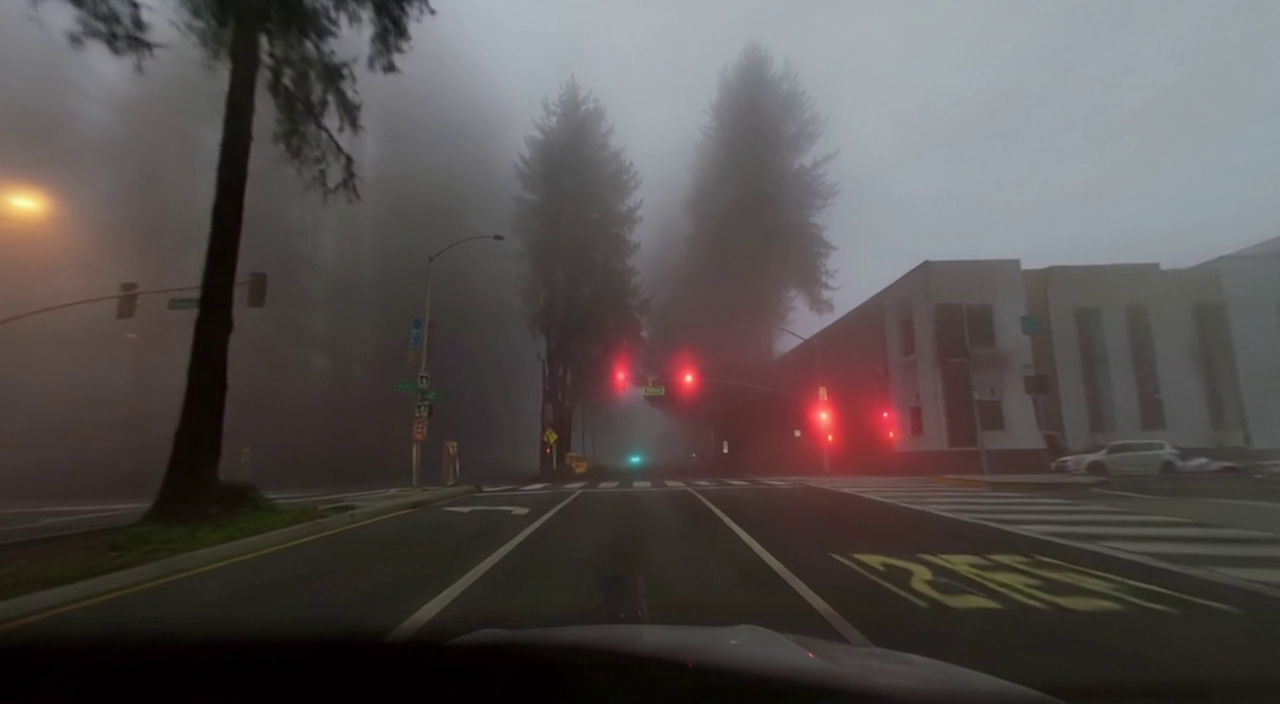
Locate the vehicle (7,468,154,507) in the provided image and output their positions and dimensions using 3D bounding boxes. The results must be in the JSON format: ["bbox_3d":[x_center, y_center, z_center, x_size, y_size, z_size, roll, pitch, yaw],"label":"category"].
[{"bbox_3d":[-24.871,6.004,28.195,4.758,1.549,2.194,-1,-8,7],"label":"vehicle"}]

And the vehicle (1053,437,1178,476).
[{"bbox_3d":[21.291,4.710,28.440,3.967,1.636,1.932,-1,-9,1],"label":"vehicle"}]
